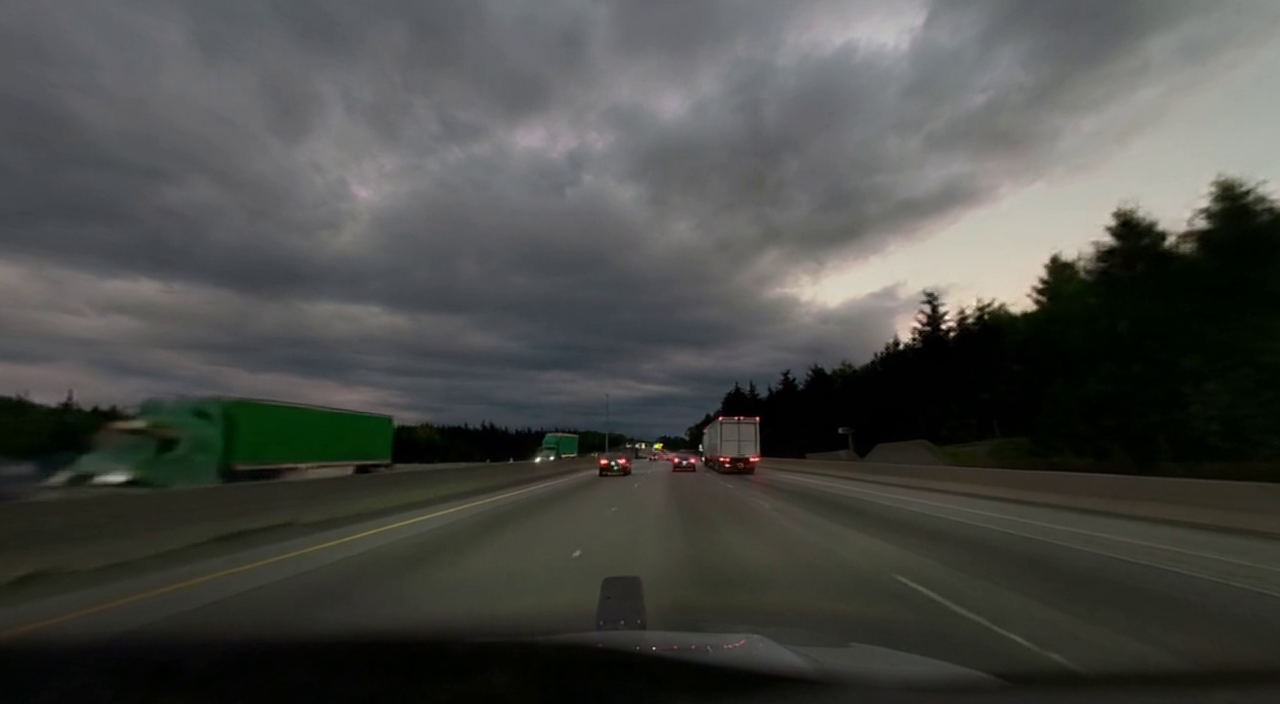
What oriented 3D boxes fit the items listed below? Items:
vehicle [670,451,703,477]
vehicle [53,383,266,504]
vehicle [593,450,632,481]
[{"bbox_3d":[2.937,7.171,40.650,1.957,1.541,4.099,0,-9,2],"label":"vehicle"},{"bbox_3d":[-17.717,3.484,23.919,3.005,3.979,5.919,-1,-9,2],"label":"vehicle"},{"bbox_3d":[-1.472,6.307,35.260,1.960,1.579,4.384,0,-9,1],"label":"vehicle"}]
